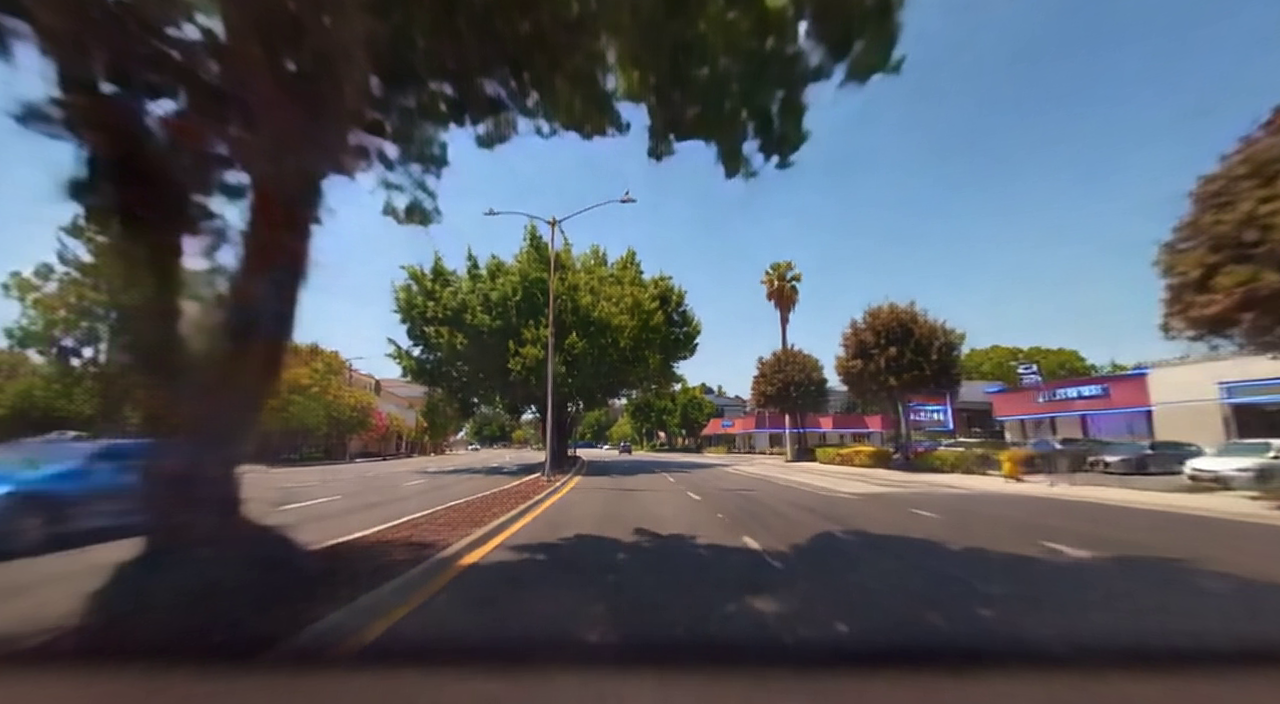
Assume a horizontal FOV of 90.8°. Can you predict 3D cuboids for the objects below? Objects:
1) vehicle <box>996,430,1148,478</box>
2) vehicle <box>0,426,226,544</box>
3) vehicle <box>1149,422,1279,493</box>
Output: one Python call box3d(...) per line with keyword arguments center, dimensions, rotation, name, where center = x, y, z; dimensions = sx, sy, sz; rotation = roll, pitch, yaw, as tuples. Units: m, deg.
box3d(center=(17.201, 4.064, 25.306), dimensions=(4.660, 1.814, 2.099), rotation=(1, -9, -8), name="vehicle")
box3d(center=(-9.056, 1.948, 9.720), dimensions=(2.094, 1.485, 4.446), rotation=(-1, -9, 5), name="vehicle")
box3d(center=(17.182, 2.827, 17.120), dimensions=(4.889, 1.736, 2.339), rotation=(1, -8, -6), name="vehicle")
